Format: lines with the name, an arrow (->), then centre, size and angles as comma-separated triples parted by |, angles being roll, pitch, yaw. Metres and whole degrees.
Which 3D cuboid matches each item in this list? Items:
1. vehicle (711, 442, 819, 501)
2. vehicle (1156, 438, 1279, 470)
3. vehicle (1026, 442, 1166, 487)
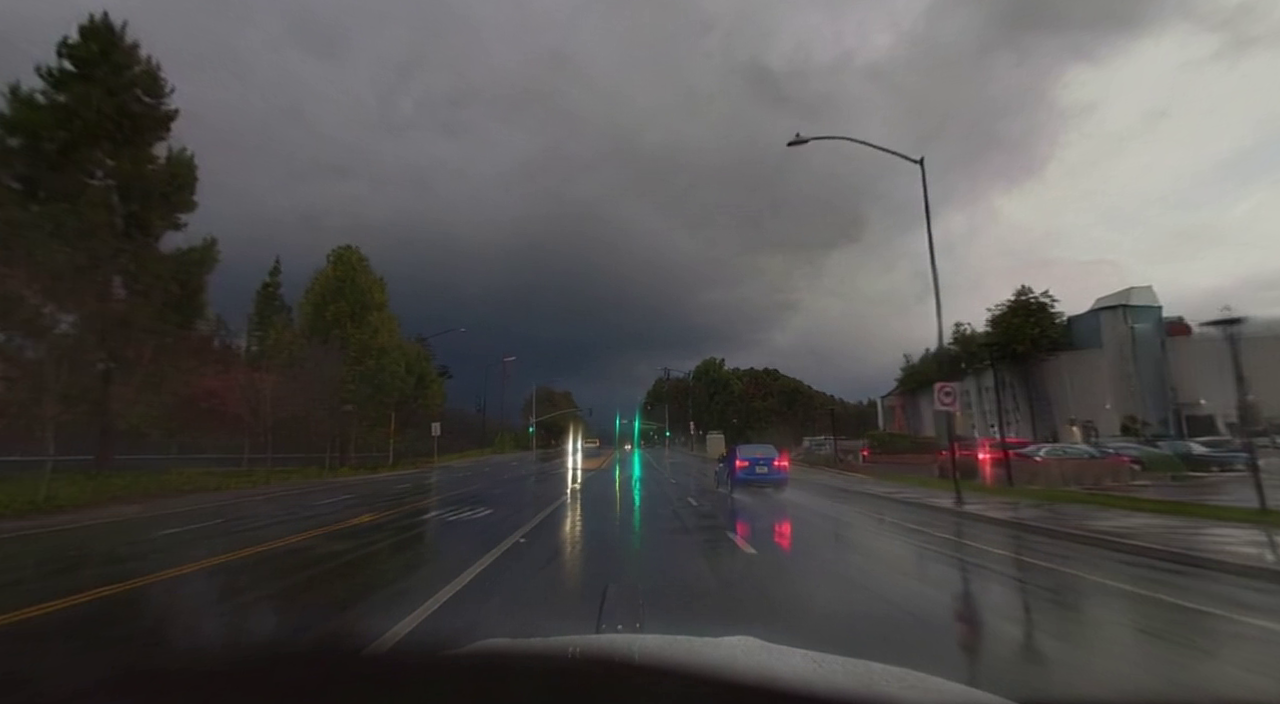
vehicle -> 3.448, 3.393, 18.391 | 2.114, 1.493, 4.430 | 0, -9, -2
vehicle -> 32.804, 5.755, 35.669 | 5.237, 1.724, 2.398 | 1, -9, -3
vehicle -> 19.498, 4.861, 27.141 | 4.418, 1.418, 1.873 | -4, -14, -2
